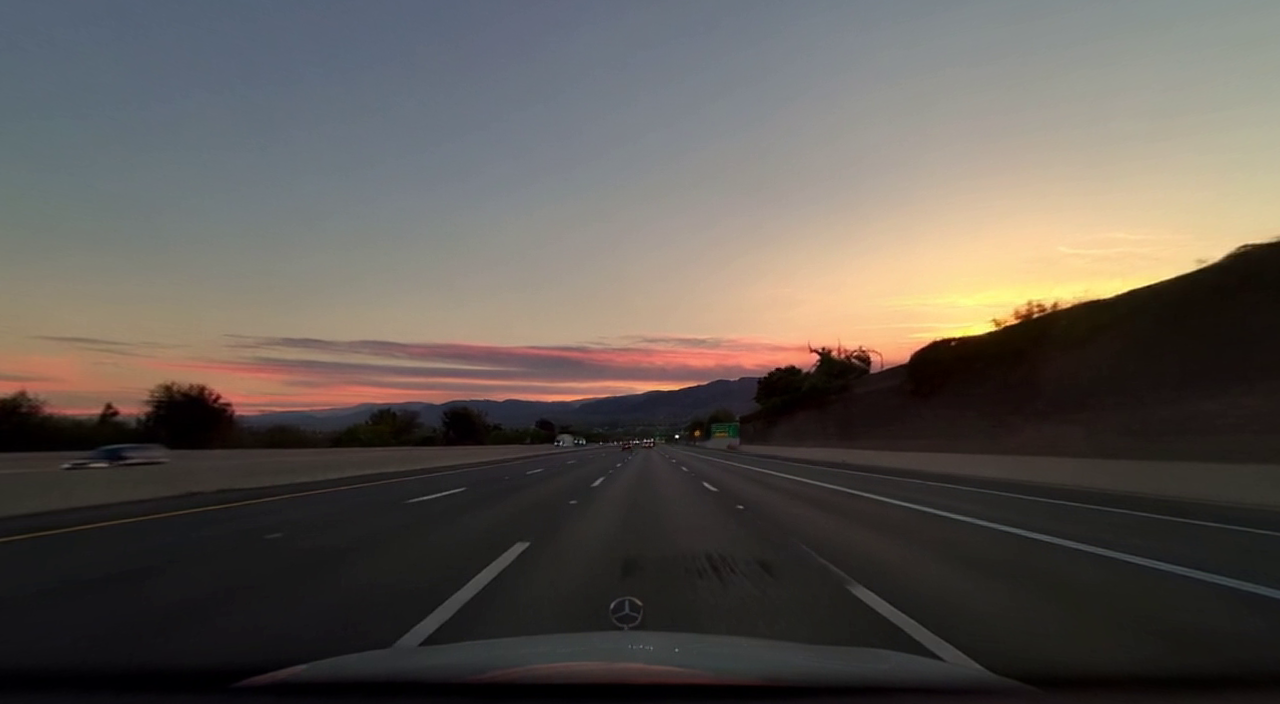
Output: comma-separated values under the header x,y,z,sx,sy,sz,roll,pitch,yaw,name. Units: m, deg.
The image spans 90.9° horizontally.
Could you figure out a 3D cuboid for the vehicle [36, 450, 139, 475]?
x,y,z,sx,sy,sz,roll,pitch,yaw,name
-25.062,4.997,28.743,1.572,1.012,3.433,0,-8,1,vehicle
